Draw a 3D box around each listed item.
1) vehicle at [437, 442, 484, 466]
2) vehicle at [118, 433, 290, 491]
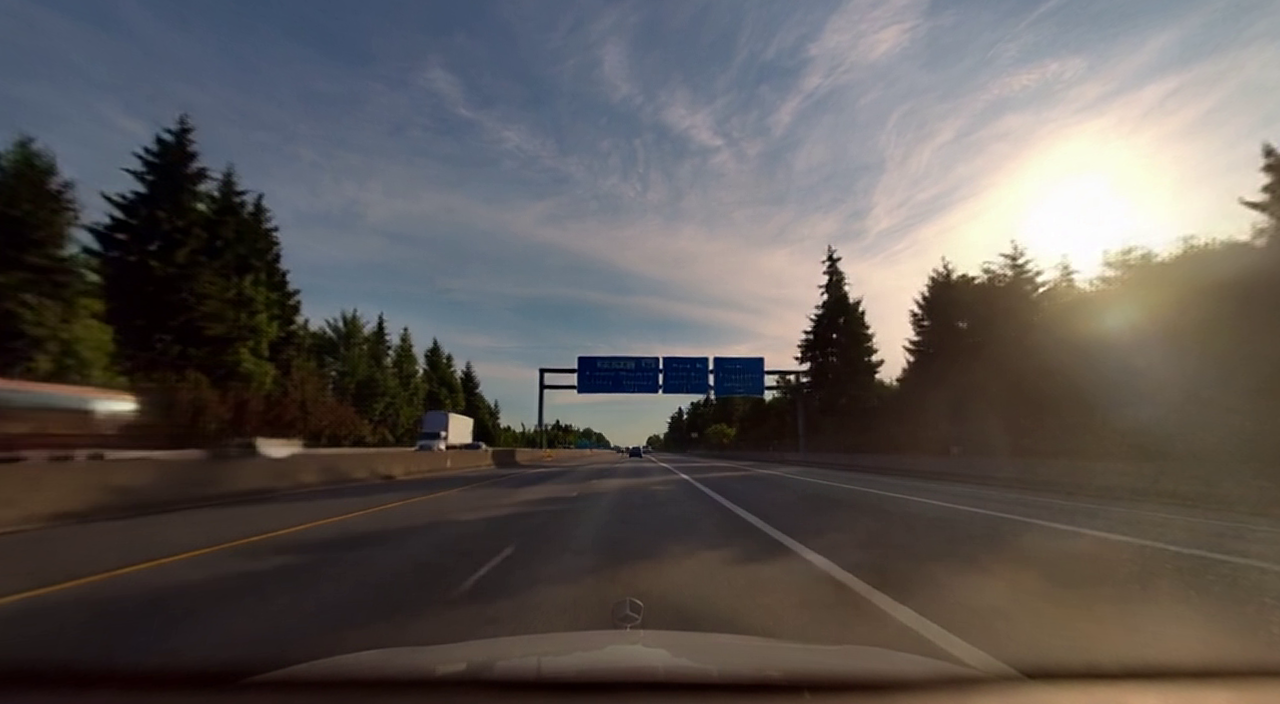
[{"bbox_3d":[-11.865,6.784,41.851,1.933,1.477,4.317,0,-9,-1],"label":"vehicle"},{"bbox_3d":[-12.082,3.083,17.898,1.775,1.404,4.322,0,-9,0],"label":"vehicle"}]
